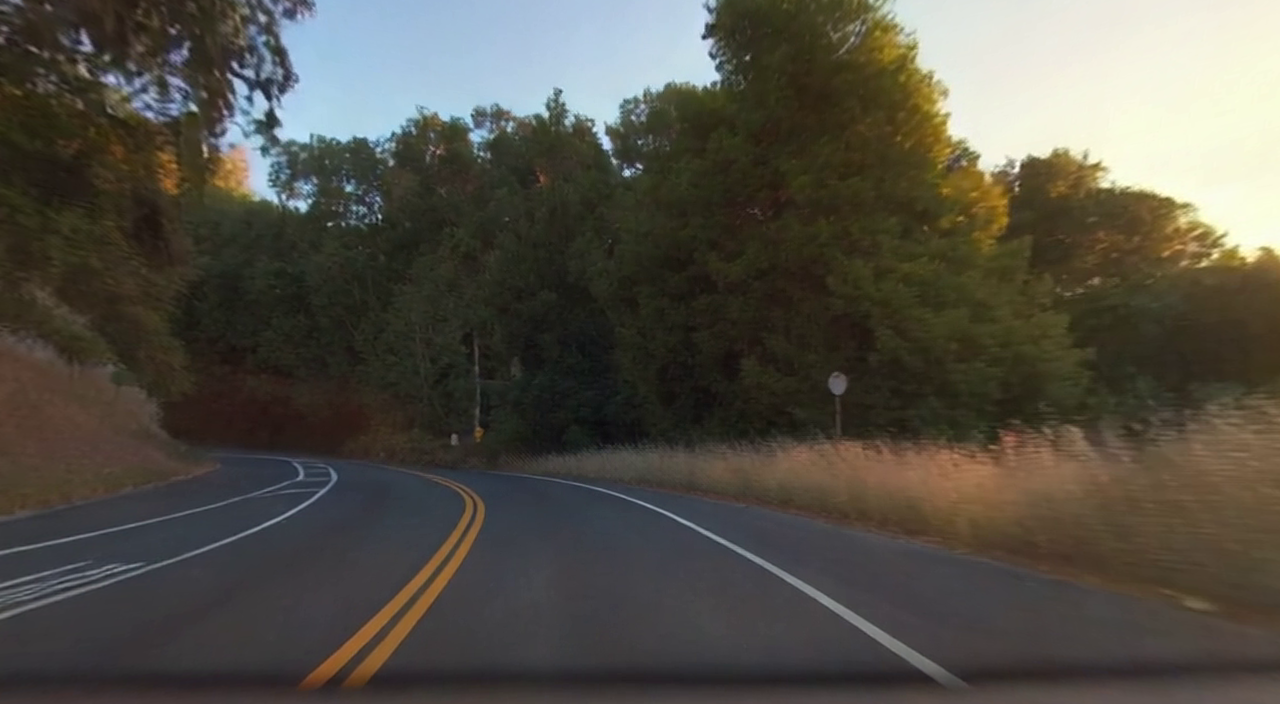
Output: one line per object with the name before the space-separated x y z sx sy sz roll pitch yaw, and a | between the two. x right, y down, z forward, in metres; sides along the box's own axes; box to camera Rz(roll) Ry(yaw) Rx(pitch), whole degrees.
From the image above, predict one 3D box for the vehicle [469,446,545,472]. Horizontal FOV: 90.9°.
vehicle | -9.060 7.298 43.211 4.612 1.612 2.042 7 -11 -41
